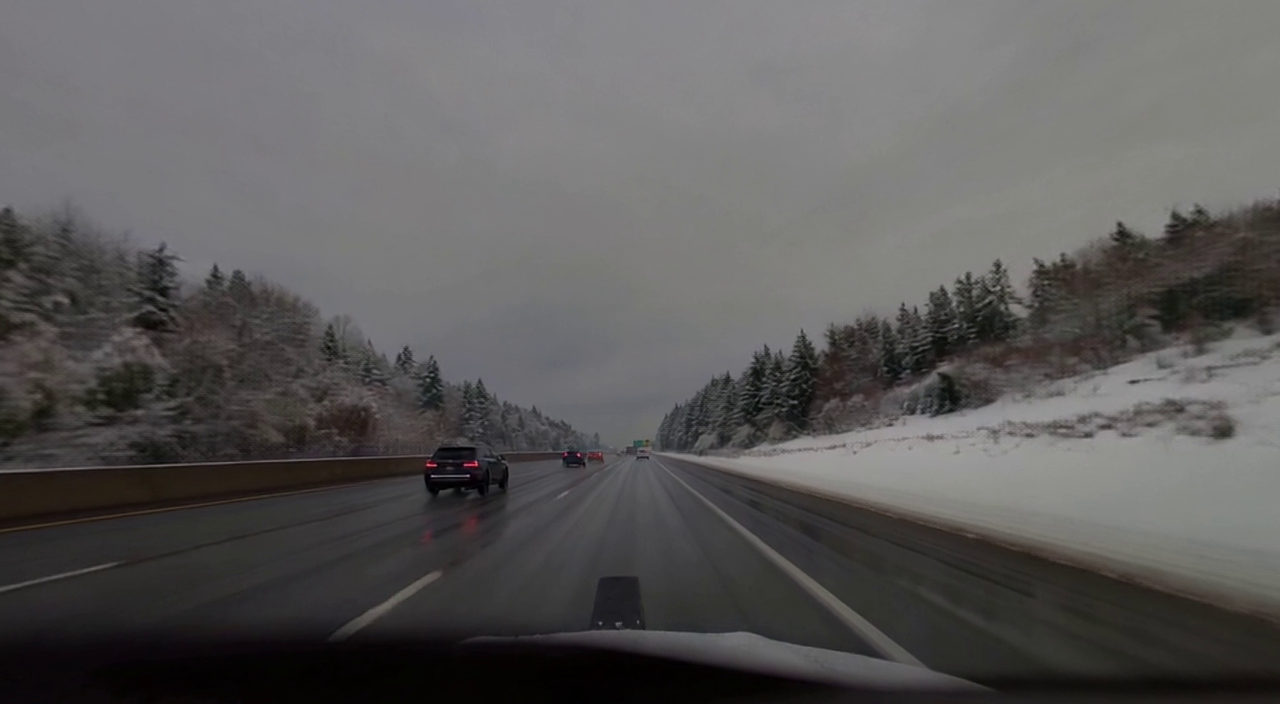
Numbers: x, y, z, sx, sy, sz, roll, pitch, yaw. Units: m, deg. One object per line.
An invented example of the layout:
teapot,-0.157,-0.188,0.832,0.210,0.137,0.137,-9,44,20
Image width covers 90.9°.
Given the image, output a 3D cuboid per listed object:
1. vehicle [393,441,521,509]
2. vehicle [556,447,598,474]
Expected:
vehicle,-4.553,3.128,16.500,1.975,1.501,4.603,0,-9,0
vehicle,-3.576,6.218,36.364,2.005,1.474,3.921,0,-9,1
